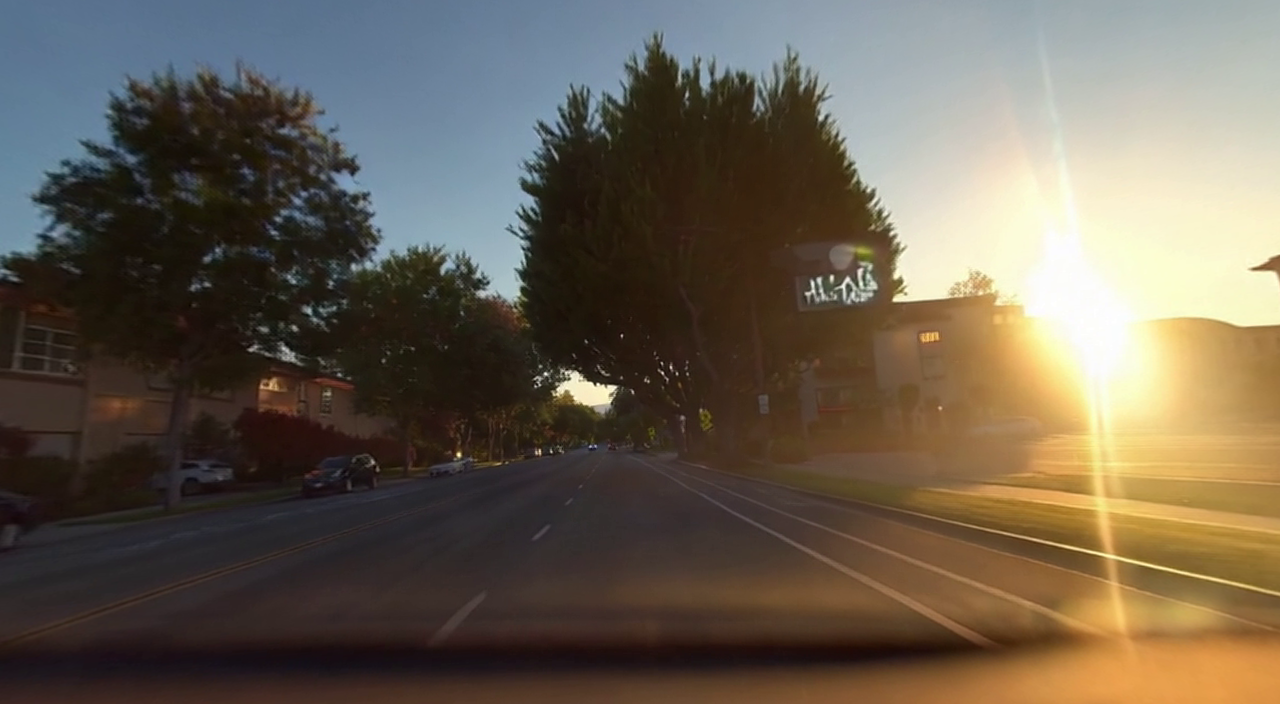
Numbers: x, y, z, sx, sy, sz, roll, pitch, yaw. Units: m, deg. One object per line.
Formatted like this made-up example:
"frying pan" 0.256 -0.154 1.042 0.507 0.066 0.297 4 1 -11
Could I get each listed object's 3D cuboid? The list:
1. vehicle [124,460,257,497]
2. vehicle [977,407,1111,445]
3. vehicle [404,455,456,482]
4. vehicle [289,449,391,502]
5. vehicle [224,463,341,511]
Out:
"vehicle" -25.302 7.114 35.735 5.661 1.896 2.302 0 -9 -2
"vehicle" 24.083 4.539 37.997 2.392 1.996 6.238 5 -10 -33
"vehicle" -13.565 7.519 41.169 1.897 1.564 4.875 0 -9 -2
"vehicle" -13.179 5.407 28.141 2.351 1.905 5.138 -4 -9 -4
"vehicle" -12.901 4.848 23.131 1.958 1.457 4.254 0 -9 -3
